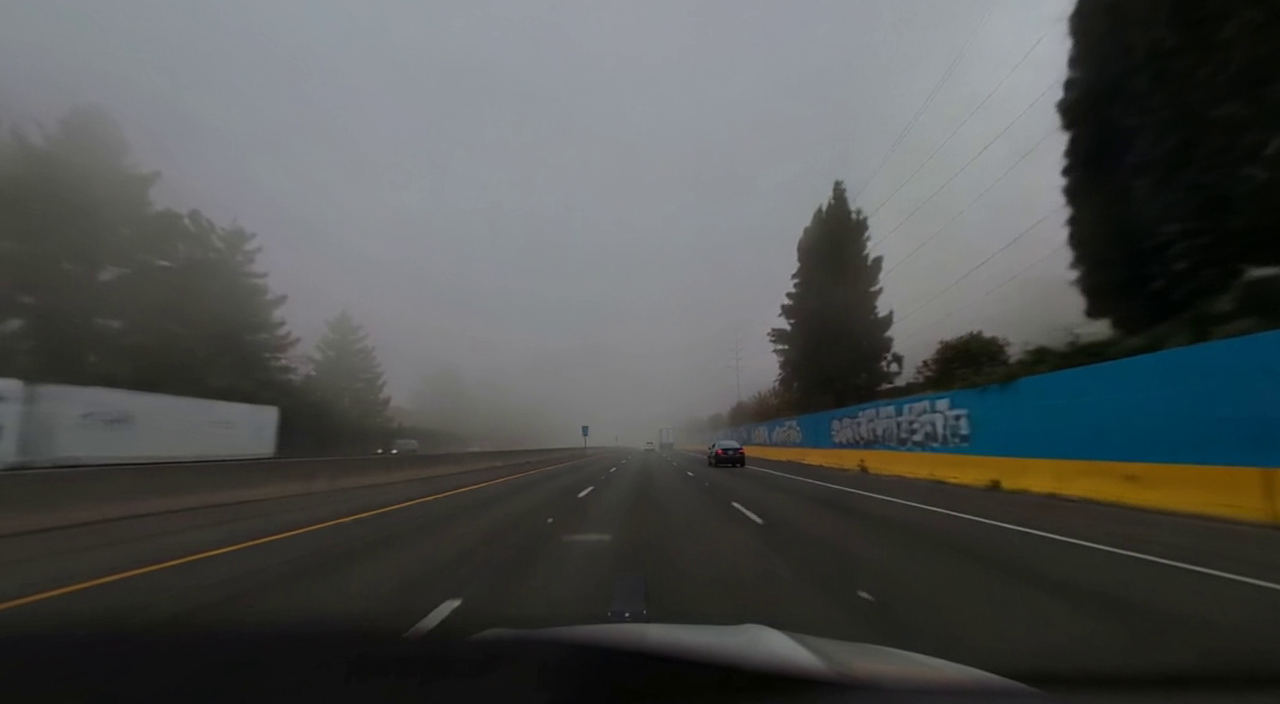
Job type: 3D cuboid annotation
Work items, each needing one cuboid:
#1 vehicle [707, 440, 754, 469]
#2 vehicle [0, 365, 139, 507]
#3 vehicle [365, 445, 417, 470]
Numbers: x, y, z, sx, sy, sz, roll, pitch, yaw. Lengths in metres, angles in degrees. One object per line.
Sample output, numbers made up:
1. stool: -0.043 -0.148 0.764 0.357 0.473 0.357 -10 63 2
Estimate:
1. vehicle: 4.952 5.637 34.872 1.991 1.494 3.951 0 -8 0
2. vehicle: -19.112 2.547 18.848 2.965 3.866 6.042 0 -8 0
3. vehicle: -18.841 7.949 47.752 2.011 1.816 4.516 0 -8 1
